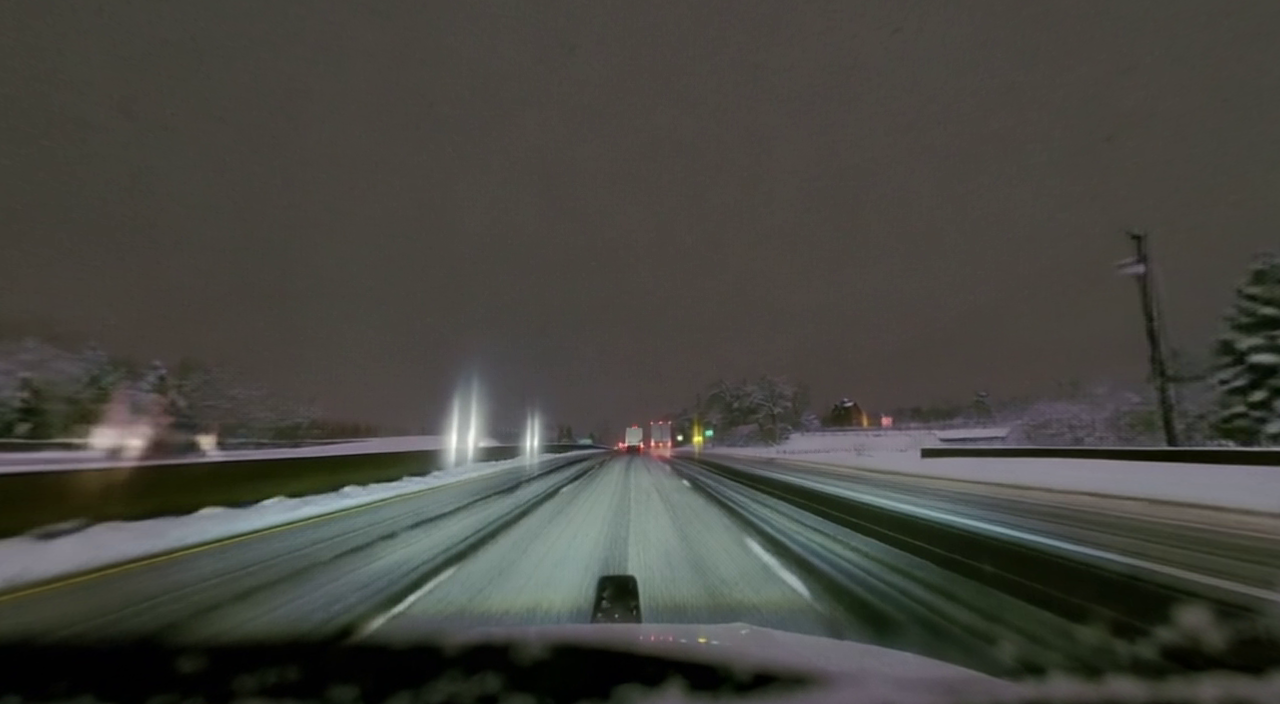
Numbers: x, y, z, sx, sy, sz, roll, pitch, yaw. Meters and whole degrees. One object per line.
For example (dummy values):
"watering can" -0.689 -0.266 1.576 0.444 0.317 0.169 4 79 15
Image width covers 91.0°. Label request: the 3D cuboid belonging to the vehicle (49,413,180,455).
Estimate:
"vehicle" -20.535 3.239 24.820 1.851 1.510 3.810 0 -8 0
